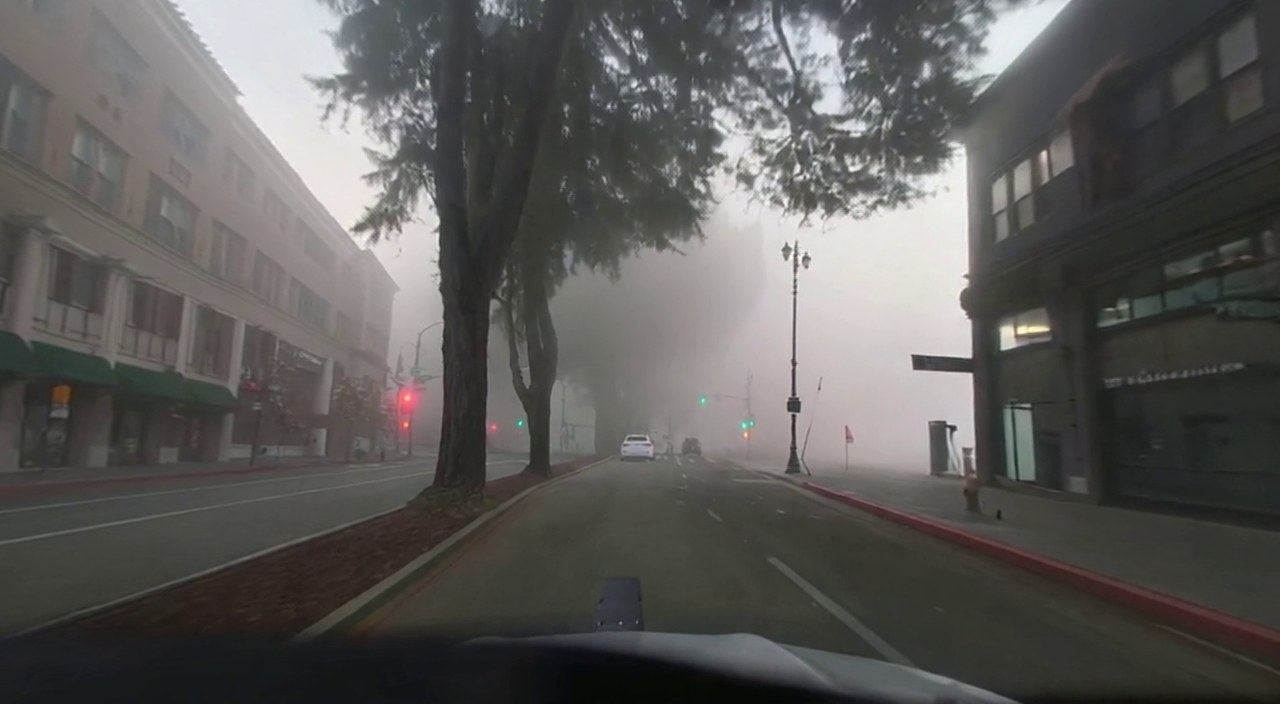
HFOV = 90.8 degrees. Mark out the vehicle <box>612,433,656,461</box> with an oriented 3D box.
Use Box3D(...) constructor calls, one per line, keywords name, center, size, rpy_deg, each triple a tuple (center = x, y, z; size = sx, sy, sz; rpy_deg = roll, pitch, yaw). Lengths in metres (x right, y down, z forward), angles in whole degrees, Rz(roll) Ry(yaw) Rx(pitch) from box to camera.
Box3D(name="vehicle", center=(-0.255, 5.331, 35.494), size=(2.173, 1.479, 4.264), rpy_deg=(0, -8, 3))
